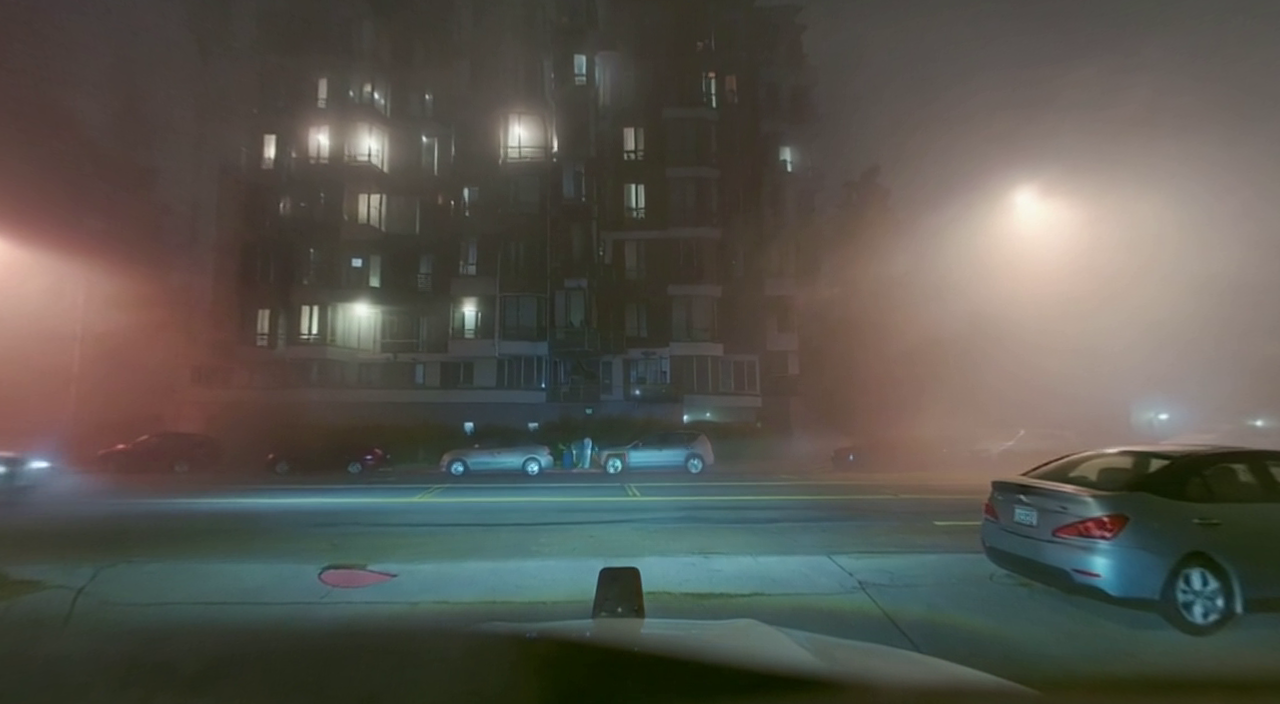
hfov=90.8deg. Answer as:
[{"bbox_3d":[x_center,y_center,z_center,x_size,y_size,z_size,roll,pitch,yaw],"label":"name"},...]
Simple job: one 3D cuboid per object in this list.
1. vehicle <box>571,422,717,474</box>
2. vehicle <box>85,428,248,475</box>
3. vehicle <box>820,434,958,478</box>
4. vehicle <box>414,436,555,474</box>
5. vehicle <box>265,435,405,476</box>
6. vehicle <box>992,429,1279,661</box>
[{"bbox_3d":[0.090,3.681,24.037,5.299,1.860,2.098,1,-9,-5],"label":"vehicle"},{"bbox_3d":[-17.489,3.682,23.549,4.426,1.641,1.889,1,-8,-5],"label":"vehicle"},{"bbox_3d":[9.464,3.953,24.254,4.521,1.411,1.726,-2,-7,-4],"label":"vehicle"},{"bbox_3d":[-5.752,3.904,23.847,4.851,1.339,1.785,0,-10,-2],"label":"vehicle"},{"bbox_3d":[-11.383,3.889,23.806,4.336,1.438,1.776,1,-8,-3],"label":"vehicle"},{"bbox_3d":[5.926,1.450,5.354,4.714,1.471,1.978,0,-4,1],"label":"vehicle"}]
